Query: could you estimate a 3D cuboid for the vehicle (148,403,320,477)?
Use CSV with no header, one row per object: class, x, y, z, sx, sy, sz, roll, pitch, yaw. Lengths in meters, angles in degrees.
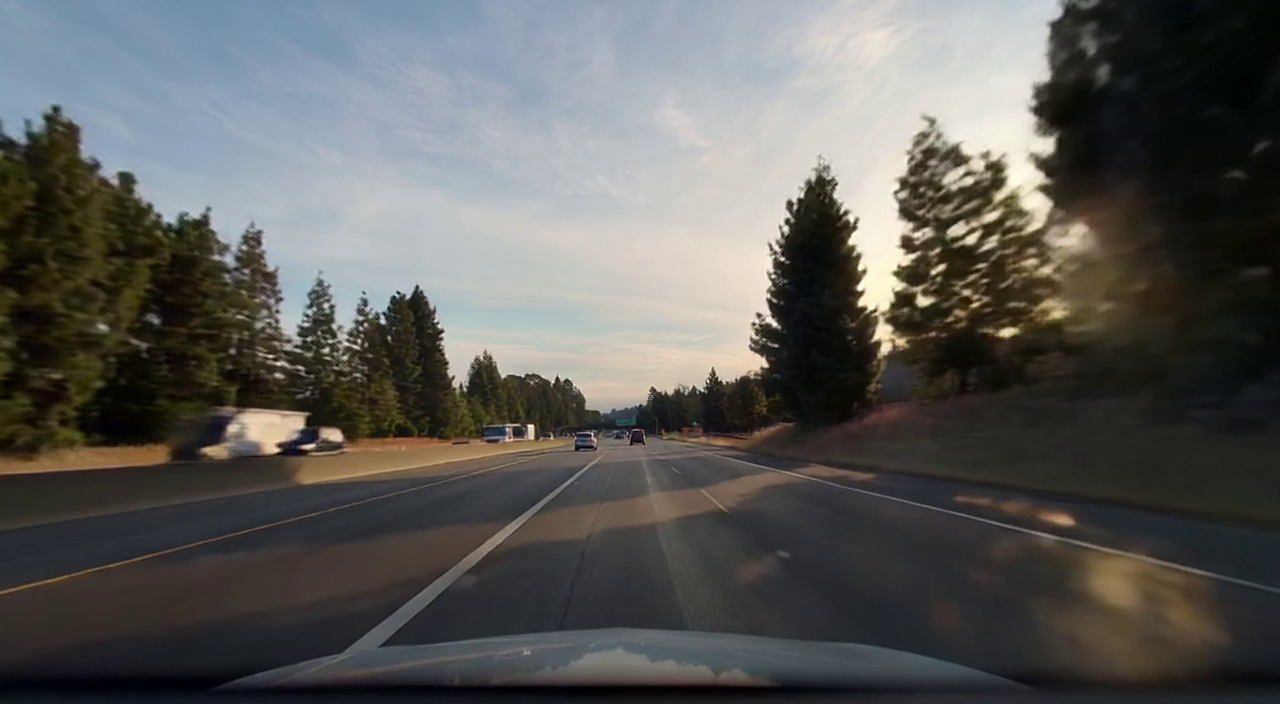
vehicle,-16.989,3.776,27.154,2.576,2.747,7.278,0,-8,-1
